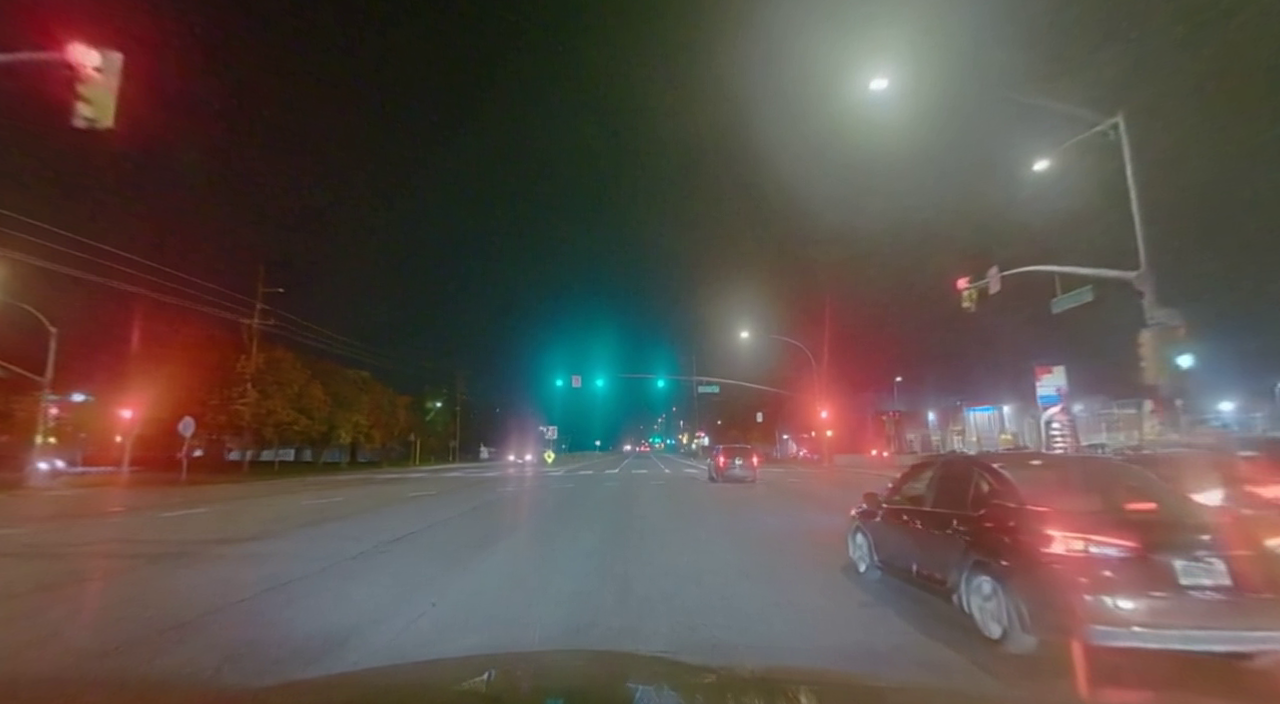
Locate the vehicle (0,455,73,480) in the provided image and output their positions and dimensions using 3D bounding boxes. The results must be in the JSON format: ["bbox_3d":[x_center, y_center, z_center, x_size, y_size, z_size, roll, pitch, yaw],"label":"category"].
[{"bbox_3d":[-40.379,7.593,41.849,1.786,1.479,4.347,1,-9,-5],"label":"vehicle"}]

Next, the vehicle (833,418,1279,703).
[{"bbox_3d":[3.227,1.350,4.930,2.004,1.455,4.417,0,-9,0],"label":"vehicle"}]

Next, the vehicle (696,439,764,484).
[{"bbox_3d":[3.630,4.520,26.306,2.128,1.699,4.222,0,-9,-1],"label":"vehicle"}]

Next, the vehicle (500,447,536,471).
[{"bbox_3d":[-8.979,7.889,46.790,1.816,1.478,4.404,-2,-7,-1],"label":"vehicle"}]
